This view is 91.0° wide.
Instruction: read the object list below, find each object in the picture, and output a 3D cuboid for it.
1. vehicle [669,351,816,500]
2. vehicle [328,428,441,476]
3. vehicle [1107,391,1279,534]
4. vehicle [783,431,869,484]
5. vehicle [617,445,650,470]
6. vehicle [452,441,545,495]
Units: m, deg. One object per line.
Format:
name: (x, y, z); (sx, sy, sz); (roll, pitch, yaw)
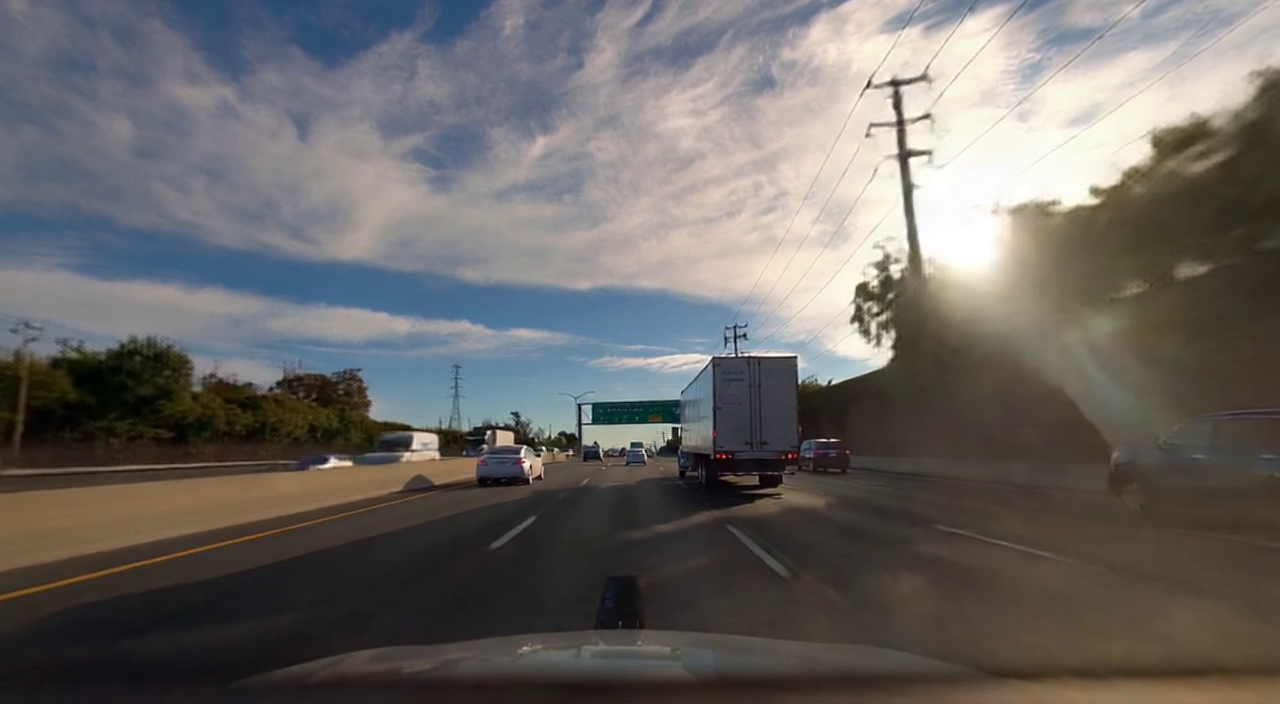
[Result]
vehicle: (3.170, 3.180, 25.452); (2.907, 4.109, 16.177); (0, -8, -1)
vehicle: (-11.146, 4.420, 28.146); (2.558, 1.904, 6.041); (0, -8, 0)
vehicle: (10.861, 1.711, 9.814); (2.420, 2.141, 5.994); (0, -8, -2)
vehicle: (7.506, 4.294, 25.954); (2.079, 1.938, 4.630); (0, -8, 0)
vehicle: (-0.408, 6.866, 41.185); (2.047, 1.485, 3.938); (0, -8, 0)
vehicle: (-4.279, 3.545, 19.642); (1.968, 1.507, 3.829); (0, -8, 1)
